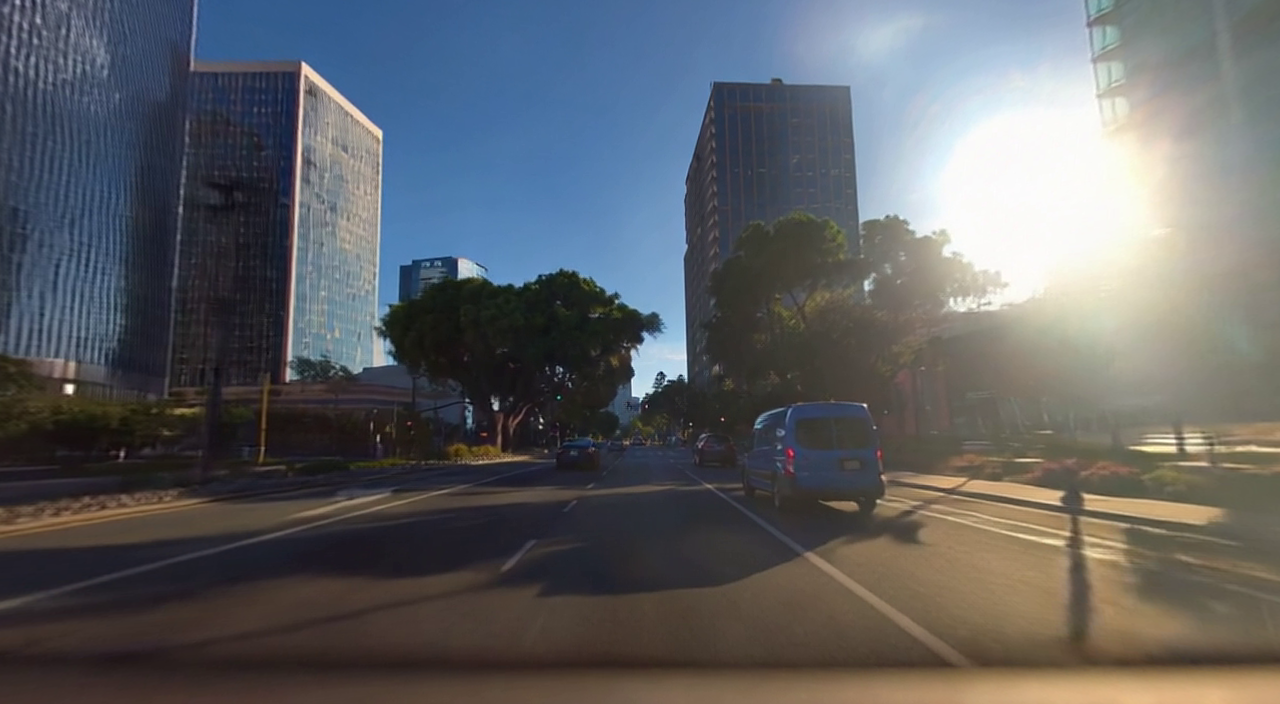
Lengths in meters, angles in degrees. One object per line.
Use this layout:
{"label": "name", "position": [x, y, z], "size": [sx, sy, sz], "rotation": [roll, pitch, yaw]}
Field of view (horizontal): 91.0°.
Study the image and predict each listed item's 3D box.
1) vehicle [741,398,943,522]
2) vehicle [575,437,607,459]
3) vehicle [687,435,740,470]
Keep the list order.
{"label": "vehicle", "position": [3.556, 2.053, 12.400], "size": [2.200, 1.914, 5.145], "rotation": [0, -8, -1]}
{"label": "vehicle", "position": [-3.432, 6.832, 45.001], "size": [1.864, 1.464, 4.195], "rotation": [0, -8, 1]}
{"label": "vehicle", "position": [3.366, 4.682, 29.465], "size": [1.867, 1.493, 4.190], "rotation": [0, -8, -1]}
